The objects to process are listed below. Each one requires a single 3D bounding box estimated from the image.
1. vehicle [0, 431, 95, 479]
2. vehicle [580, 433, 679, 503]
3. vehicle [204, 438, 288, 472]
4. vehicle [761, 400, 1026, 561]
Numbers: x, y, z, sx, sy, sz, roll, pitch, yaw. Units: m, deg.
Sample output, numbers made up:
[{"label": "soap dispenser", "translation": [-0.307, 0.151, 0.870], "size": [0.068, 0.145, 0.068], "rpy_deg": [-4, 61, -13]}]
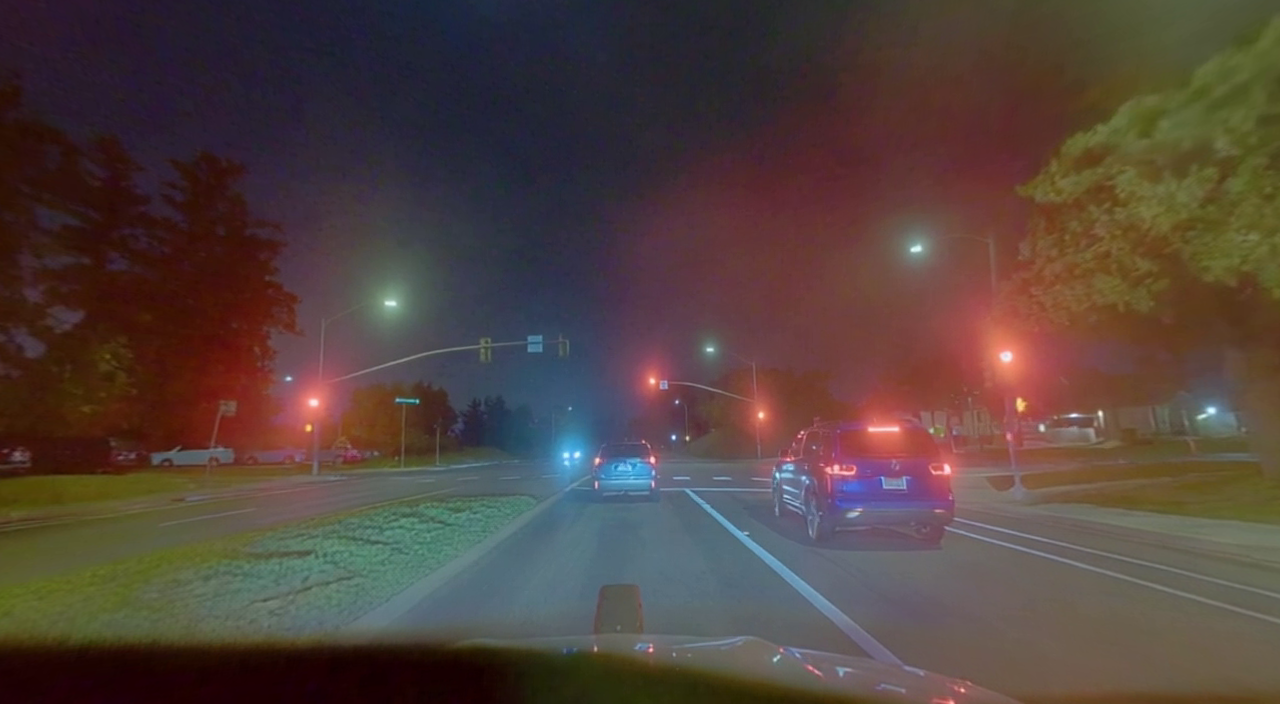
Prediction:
[{"label": "vehicle", "translation": [-28.745, 4.761, 29.151], "size": [4.957, 2.108, 2.246], "rpy_deg": [4, -10, -29]}, {"label": "vehicle", "translation": [-0.232, 2.895, 16.267], "size": [2.177, 1.512, 4.682], "rpy_deg": [0, -8, 0]}, {"label": "vehicle", "translation": [-28.642, 7.445, 45.949], "size": [4.943, 2.110, 2.217], "rpy_deg": [3, -11, -37]}, {"label": "vehicle", "translation": [3.232, 1.747, 9.254], "size": [2.046, 1.768, 4.370], "rpy_deg": [0, -9, 0]}]
